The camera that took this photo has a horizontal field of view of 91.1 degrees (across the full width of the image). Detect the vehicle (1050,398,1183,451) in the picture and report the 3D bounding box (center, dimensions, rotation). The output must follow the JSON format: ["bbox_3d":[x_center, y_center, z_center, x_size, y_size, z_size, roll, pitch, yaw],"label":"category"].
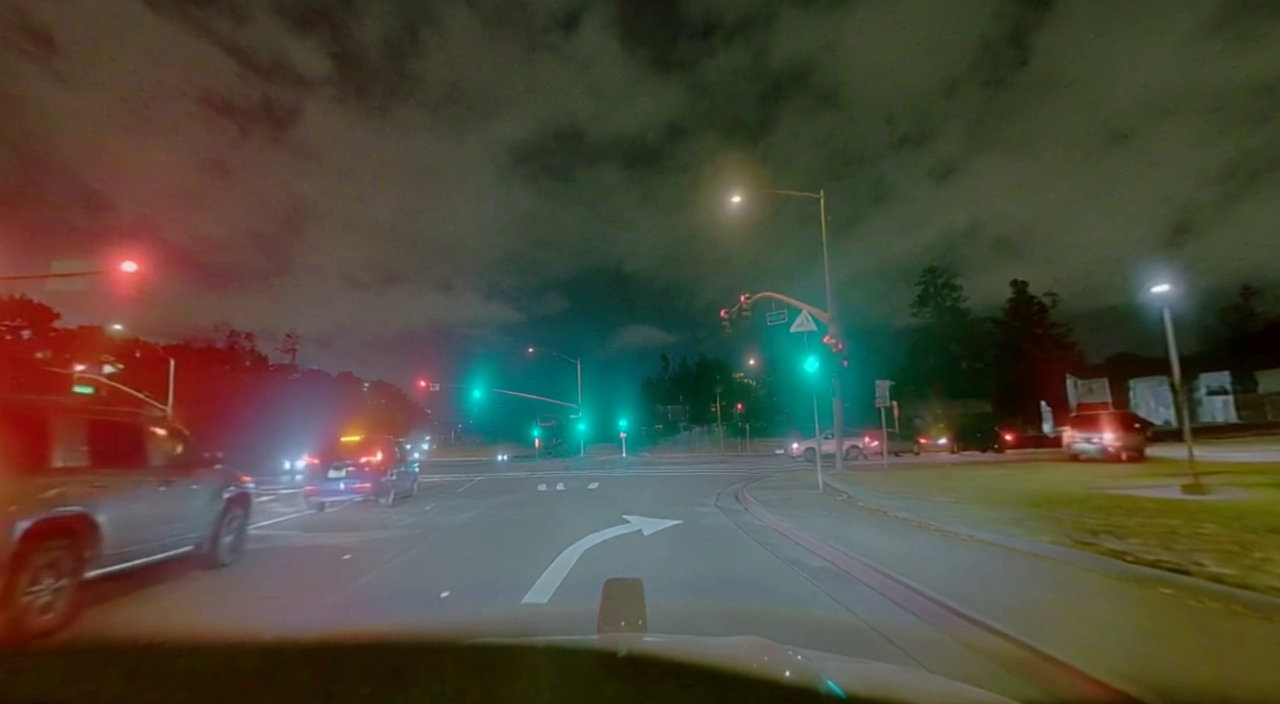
[{"bbox_3d":[26.813,4.136,35.402,6.269,2.785,2.334,2,-9,-14],"label":"vehicle"}]

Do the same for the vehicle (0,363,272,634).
[{"bbox_3d":[-5.596,1.215,5.728,2.152,1.822,4.391,1,-8,-6],"label":"vehicle"}]

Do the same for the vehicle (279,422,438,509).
[{"bbox_3d":[-6.081,2.489,14.218,2.024,1.655,4.301,1,-8,-7],"label":"vehicle"}]
